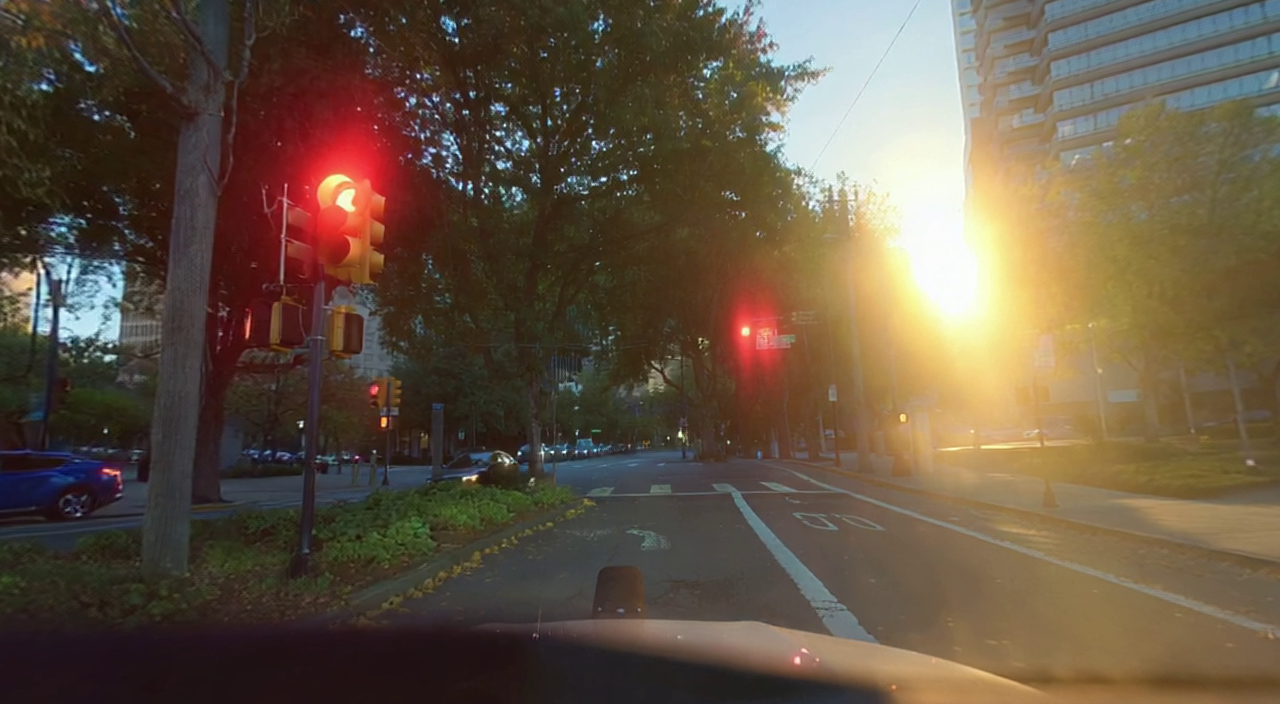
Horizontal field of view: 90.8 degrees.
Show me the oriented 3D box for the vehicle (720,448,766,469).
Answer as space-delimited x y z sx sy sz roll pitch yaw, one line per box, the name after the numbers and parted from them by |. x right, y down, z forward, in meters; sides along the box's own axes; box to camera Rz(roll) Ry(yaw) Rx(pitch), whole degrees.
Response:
7.847 8.118 48.417 1.829 1.440 4.384 2 -9 -14 | vehicle

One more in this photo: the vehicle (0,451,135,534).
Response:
-12.863 2.712 12.269 4.598 1.490 1.816 7 -11 -40 | vehicle
